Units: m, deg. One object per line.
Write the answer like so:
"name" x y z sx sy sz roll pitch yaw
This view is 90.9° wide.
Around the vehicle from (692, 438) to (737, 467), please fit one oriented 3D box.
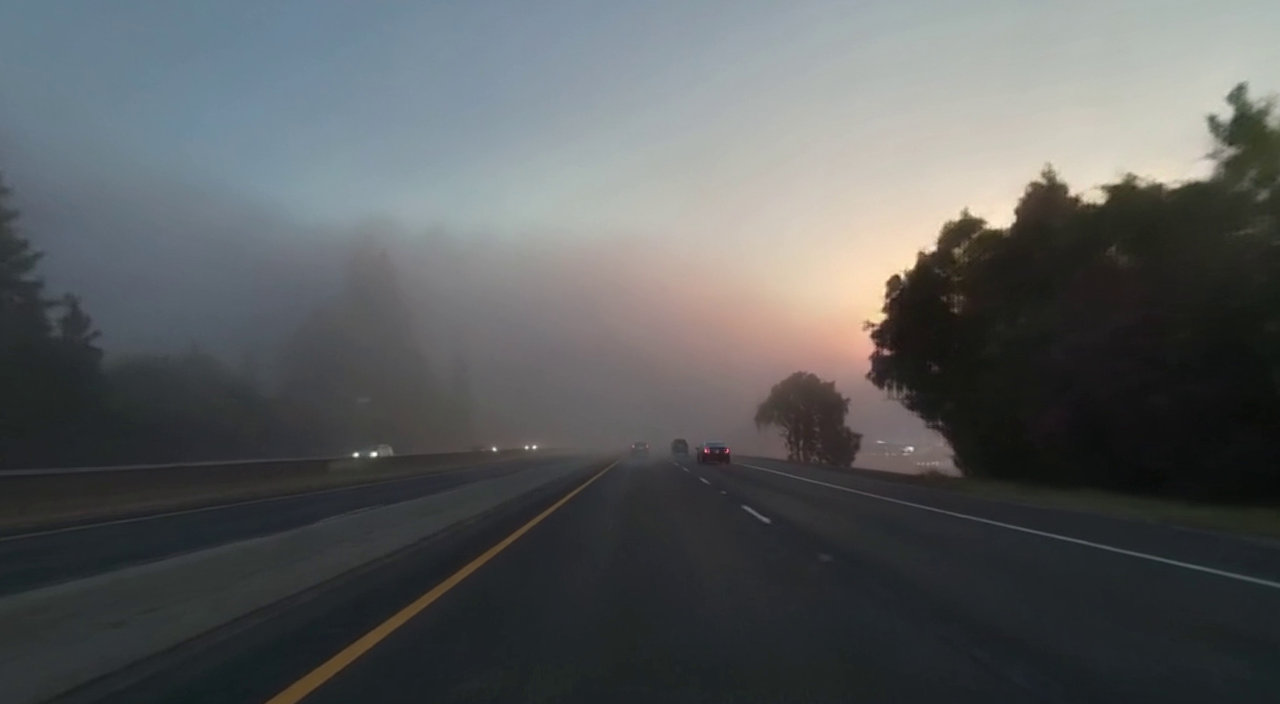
"vehicle" 4.183 5.710 36.014 2.062 1.518 4.026 0 -8 -1
